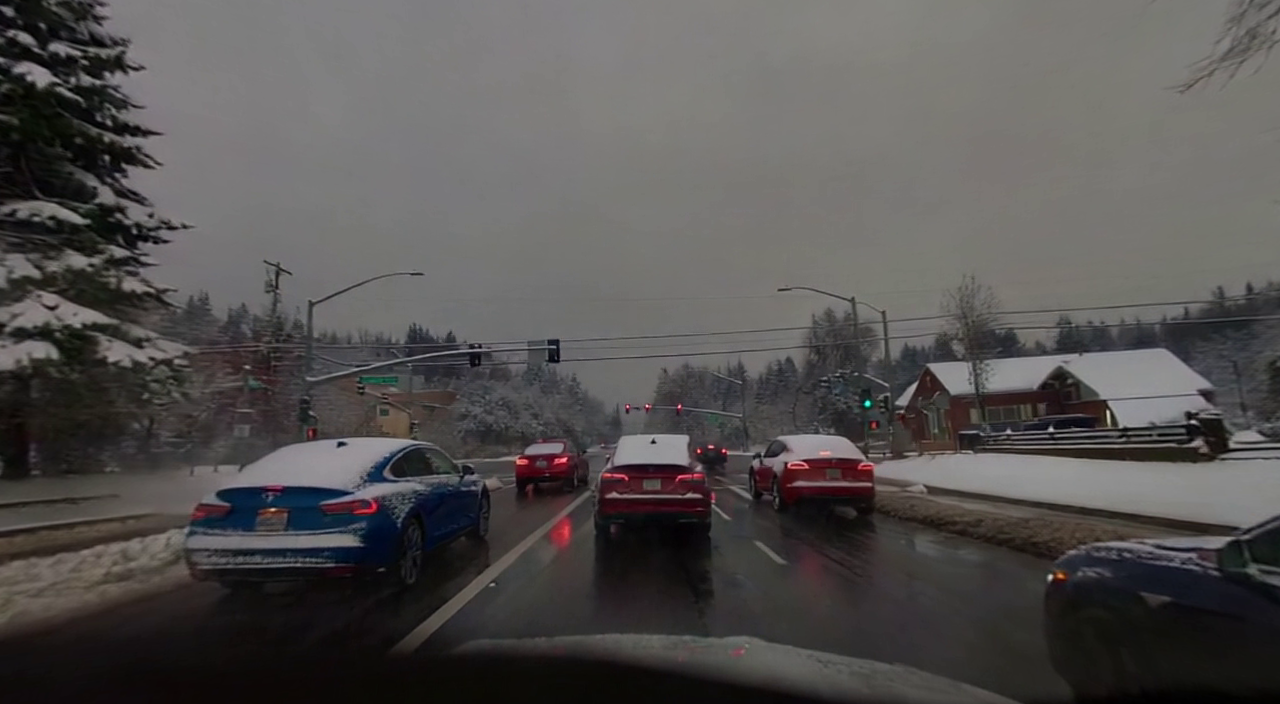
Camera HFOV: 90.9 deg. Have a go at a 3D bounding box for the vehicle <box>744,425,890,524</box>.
[{"bbox_3d":[3.495,2.490,13.328,1.938,1.732,4.006,1,-8,0],"label":"vehicle"}]

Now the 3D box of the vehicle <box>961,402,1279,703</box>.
[{"bbox_3d":[3.322,0.934,2.208,1.951,1.522,4.614,0,-8,0],"label":"vehicle"}]

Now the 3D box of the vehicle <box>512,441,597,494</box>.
[{"bbox_3d":[-2.707,3.773,20.981,2.089,1.537,4.073,-1,-9,2],"label":"vehicle"}]

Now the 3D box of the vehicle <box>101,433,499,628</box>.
[{"bbox_3d":[-3.133,1.711,7.135,2.015,1.478,4.407,0,-8,0],"label":"vehicle"}]

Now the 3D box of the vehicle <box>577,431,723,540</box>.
[{"bbox_3d":[0.137,2.286,11.436,2.144,1.563,4.218,0,-8,0],"label":"vehicle"}]
